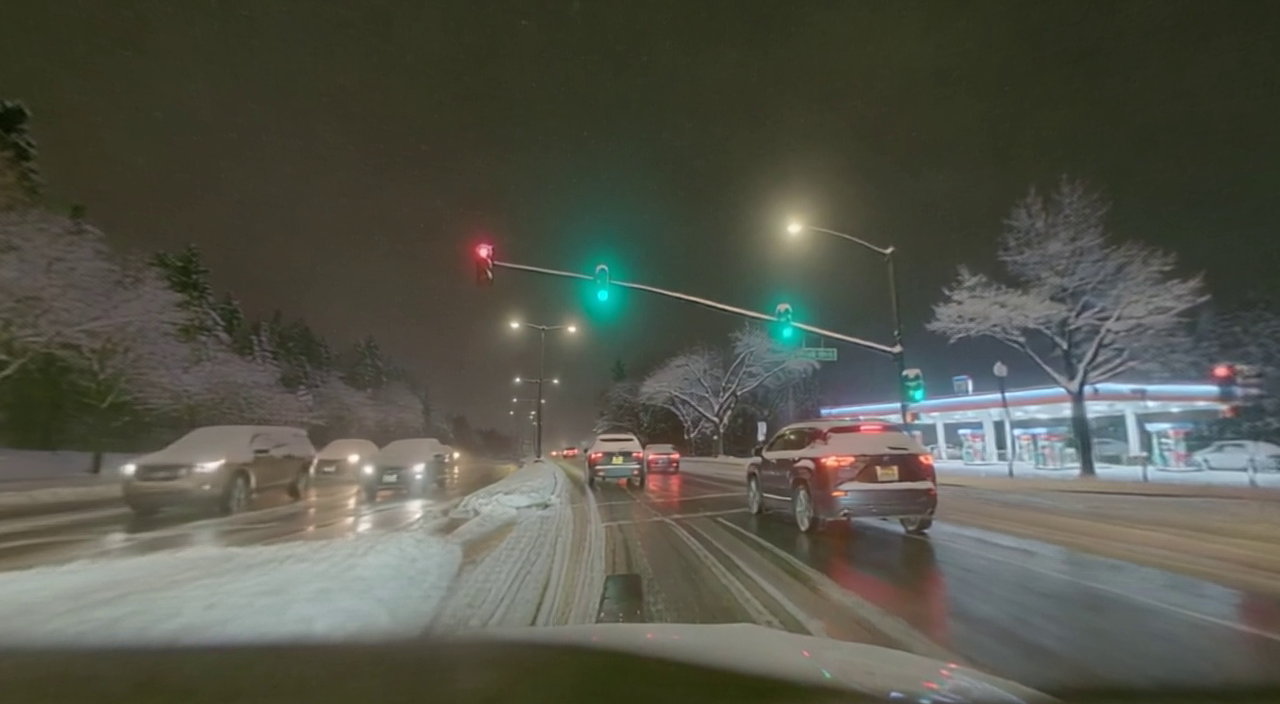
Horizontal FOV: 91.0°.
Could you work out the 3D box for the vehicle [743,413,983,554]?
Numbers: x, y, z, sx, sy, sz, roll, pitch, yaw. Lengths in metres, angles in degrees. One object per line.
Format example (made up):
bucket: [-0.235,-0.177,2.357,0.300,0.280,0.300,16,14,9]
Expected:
vehicle: [3.161,1.961,10.069,2.000,1.745,4.206,1,-8,-5]

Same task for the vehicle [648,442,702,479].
vehicle: [1.573,5.019,29.430,1.800,1.592,3.658,1,-9,-8]

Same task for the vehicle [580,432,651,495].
vehicle: [-0.887,3.513,20.251,2.051,1.798,4.168,1,-8,-5]

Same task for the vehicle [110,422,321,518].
vehicle: [-8.962,2.500,13.860,1.992,1.755,4.283,1,-8,-6]

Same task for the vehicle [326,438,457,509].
vehicle: [-6.037,2.959,15.888,1.987,1.505,4.337,1,-9,-7]
